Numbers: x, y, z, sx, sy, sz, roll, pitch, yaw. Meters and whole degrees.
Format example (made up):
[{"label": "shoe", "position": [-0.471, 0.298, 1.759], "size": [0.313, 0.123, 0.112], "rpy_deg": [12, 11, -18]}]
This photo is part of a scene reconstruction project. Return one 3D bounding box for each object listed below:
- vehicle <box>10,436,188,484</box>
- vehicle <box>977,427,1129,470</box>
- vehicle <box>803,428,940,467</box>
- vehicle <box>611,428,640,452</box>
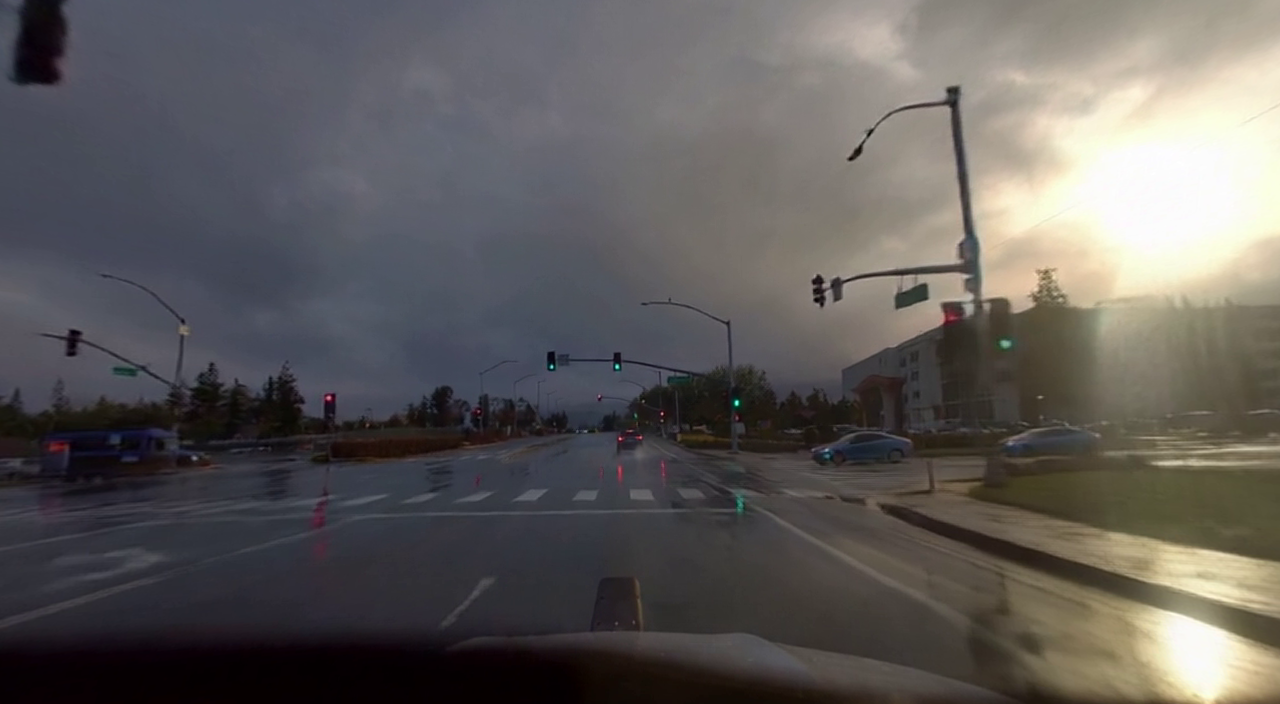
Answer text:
[{"label": "vehicle", "position": [-34.480, 6.899, 40.585], "size": [8.399, 2.938, 2.801], "rpy_deg": [1, -8, -4]}, {"label": "vehicle", "position": [16.724, 3.913, 25.758], "size": [4.710, 1.588, 2.053], "rpy_deg": [-1, -9, -2]}, {"label": "vehicle", "position": [9.351, 3.909, 25.844], "size": [4.794, 1.511, 1.992], "rpy_deg": [0, -8, -3]}, {"label": "vehicle", "position": [-1.052, 6.451, 46.096], "size": [2.024, 1.628, 4.774], "rpy_deg": [0, -8, -1]}]
